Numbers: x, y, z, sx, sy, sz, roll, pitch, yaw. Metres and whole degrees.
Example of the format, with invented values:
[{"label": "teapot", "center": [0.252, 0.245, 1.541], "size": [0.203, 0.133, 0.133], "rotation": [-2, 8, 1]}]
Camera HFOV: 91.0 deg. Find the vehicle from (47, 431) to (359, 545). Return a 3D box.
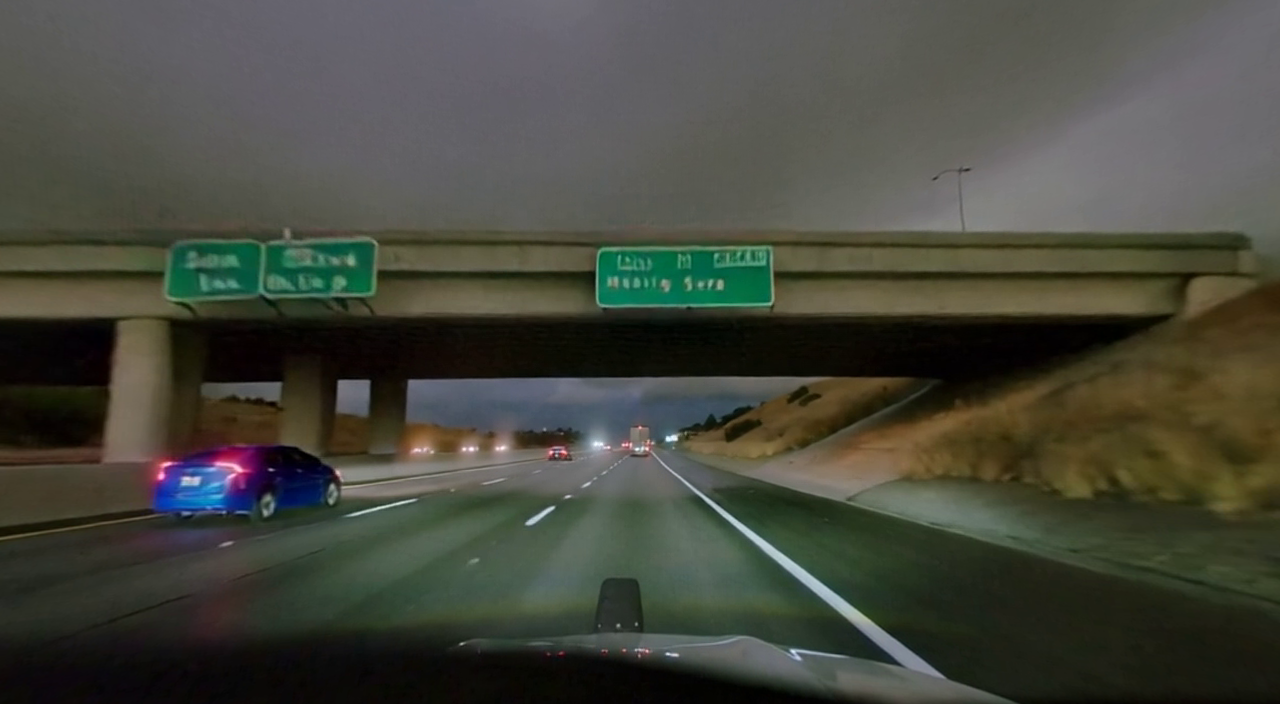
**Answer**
[{"label": "vehicle", "center": [-7.028, 2.212, 10.970], "size": [2.096, 1.541, 4.610], "rotation": [0, -8, 0]}]
